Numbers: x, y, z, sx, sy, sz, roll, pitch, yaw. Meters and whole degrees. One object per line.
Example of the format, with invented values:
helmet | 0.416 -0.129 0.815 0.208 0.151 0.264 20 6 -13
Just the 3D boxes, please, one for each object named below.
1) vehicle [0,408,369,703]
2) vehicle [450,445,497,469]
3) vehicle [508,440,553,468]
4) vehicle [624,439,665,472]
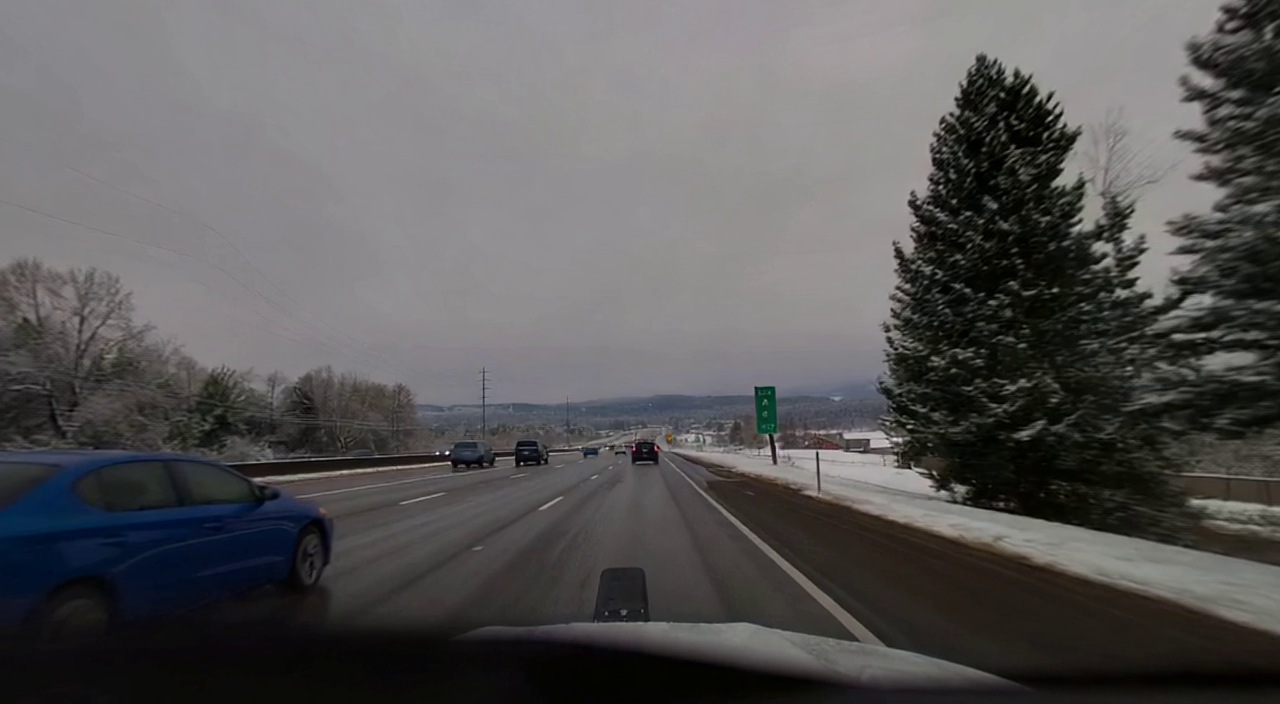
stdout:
vehicle | -3.545 1.135 3.461 1.967 1.517 4.808 0 -8 0
vehicle | -11.126 7.033 42.494 1.938 1.480 4.329 0 -8 1
vehicle | -7.224 6.778 42.101 2.091 1.775 4.601 0 -8 1
vehicle | 0.242 5.851 35.945 2.194 1.737 4.127 0 -8 -1
